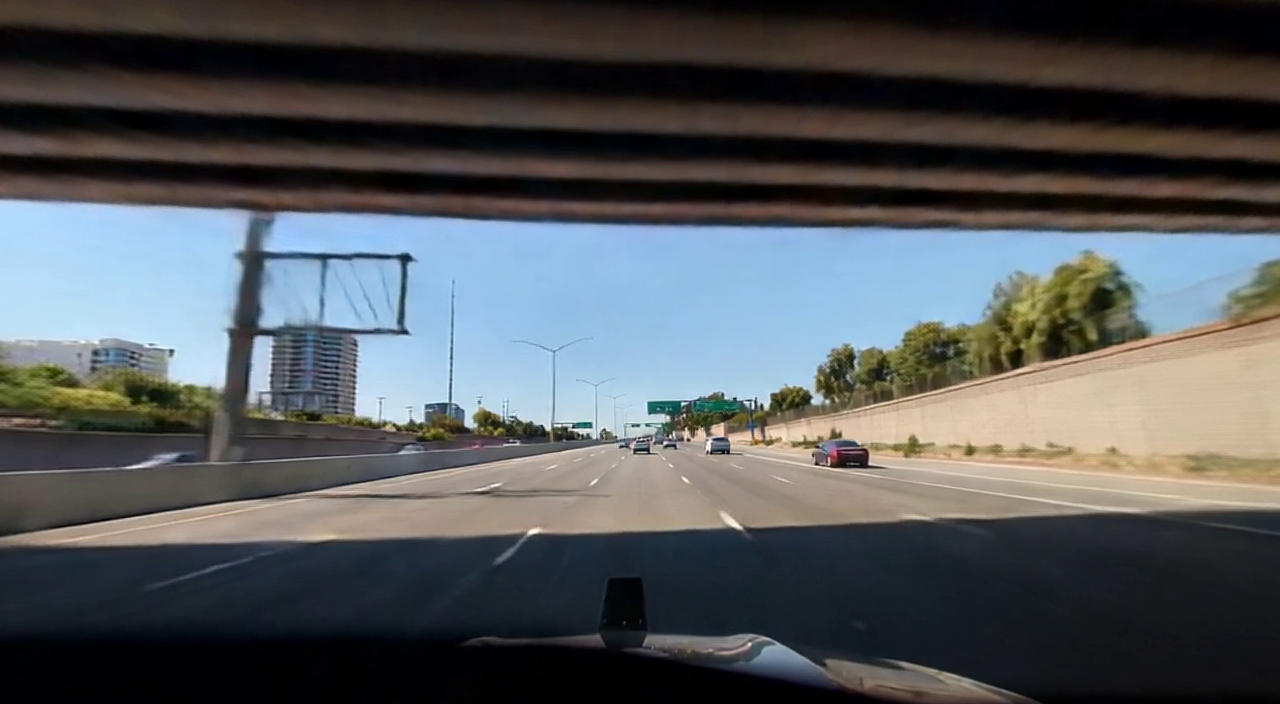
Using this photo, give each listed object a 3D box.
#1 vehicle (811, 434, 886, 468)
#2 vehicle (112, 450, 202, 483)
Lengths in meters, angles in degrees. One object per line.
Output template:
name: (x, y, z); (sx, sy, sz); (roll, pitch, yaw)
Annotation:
vehicle: (9.936, 4.768, 30.484); (2.000, 1.514, 4.585); (0, -8, -1)
vehicle: (-31.140, 7.341, 40.840); (2.065, 1.859, 4.769); (-2, -8, 0)
